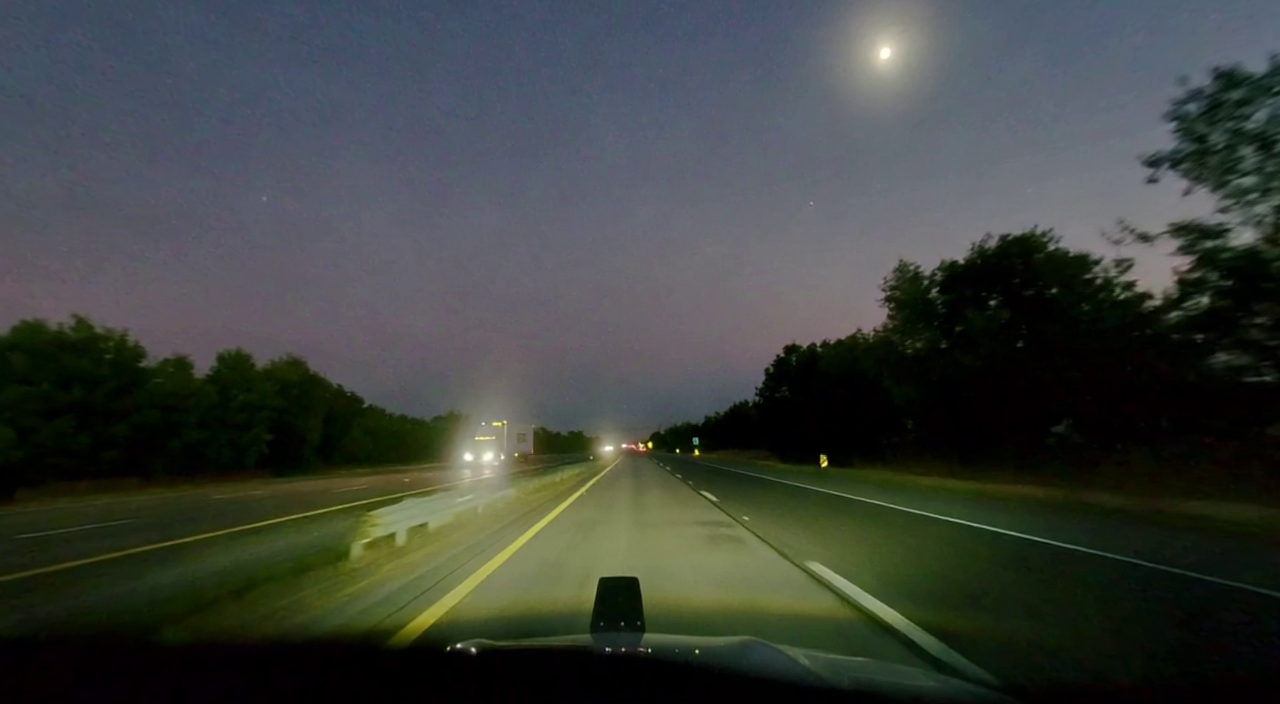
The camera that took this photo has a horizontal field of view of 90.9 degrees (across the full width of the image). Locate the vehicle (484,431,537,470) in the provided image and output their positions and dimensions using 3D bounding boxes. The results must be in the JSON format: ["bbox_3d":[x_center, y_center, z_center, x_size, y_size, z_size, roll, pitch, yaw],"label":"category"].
[{"bbox_3d":[-9.277,7.132,45.839,2.233,2.593,7.395,0,-9,0],"label":"vehicle"}]
